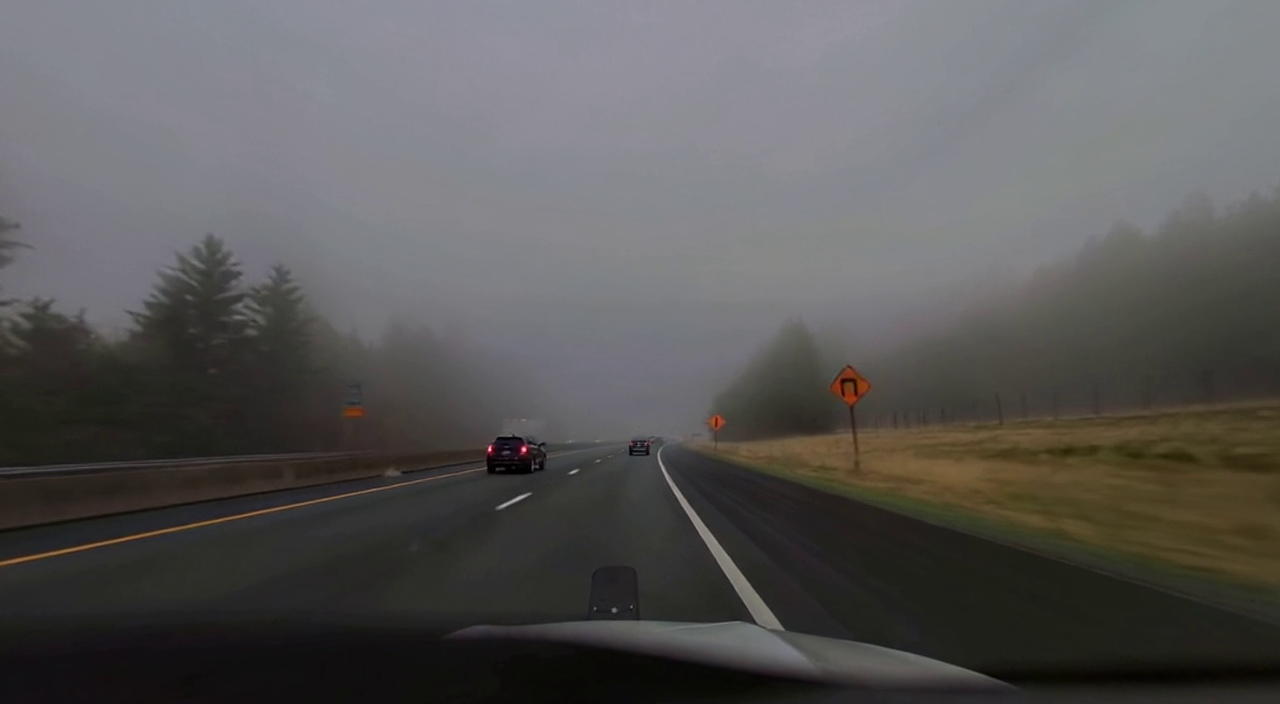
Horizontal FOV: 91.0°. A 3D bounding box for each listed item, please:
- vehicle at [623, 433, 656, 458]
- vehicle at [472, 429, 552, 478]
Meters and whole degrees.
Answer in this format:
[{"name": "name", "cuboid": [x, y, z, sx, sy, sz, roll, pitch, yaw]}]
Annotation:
[{"name": "vehicle", "cuboid": [-0.056, 6.492, 43.758, 2.146, 1.636, 4.026, 0, -8, 0]}, {"name": "vehicle", "cuboid": [-4.683, 3.793, 23.716, 2.075, 1.653, 4.317, -1, -8, 1]}]
